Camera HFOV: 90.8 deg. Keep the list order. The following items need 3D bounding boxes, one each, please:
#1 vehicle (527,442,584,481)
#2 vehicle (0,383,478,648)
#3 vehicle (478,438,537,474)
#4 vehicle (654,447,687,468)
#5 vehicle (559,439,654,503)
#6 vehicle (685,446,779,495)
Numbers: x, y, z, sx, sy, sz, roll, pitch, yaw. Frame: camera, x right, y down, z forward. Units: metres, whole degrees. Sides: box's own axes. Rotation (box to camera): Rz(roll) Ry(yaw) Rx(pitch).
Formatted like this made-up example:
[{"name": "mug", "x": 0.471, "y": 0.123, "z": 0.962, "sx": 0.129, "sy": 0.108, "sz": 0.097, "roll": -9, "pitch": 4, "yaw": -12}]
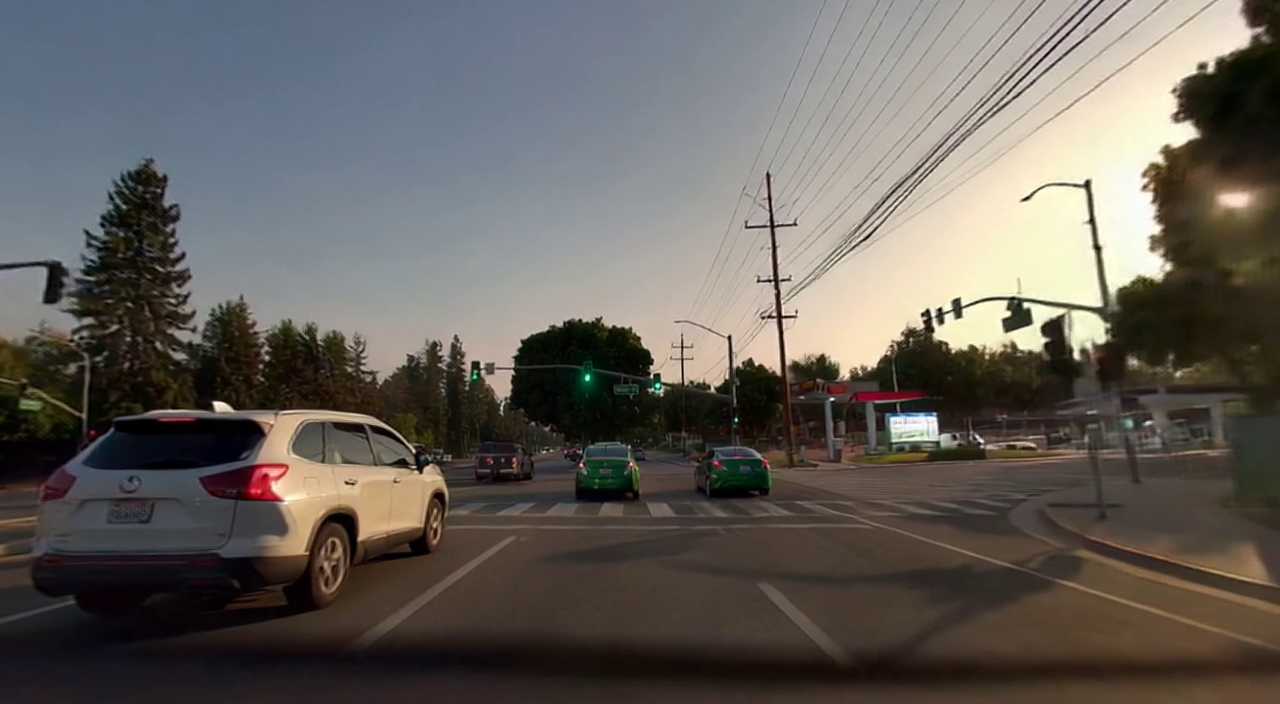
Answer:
[{"name": "vehicle", "x": -3.633, "y": 4.776, "z": 27.833, "sx": 1.953, "sy": 1.530, "sz": 4.335, "roll": 0, "pitch": -9, "yaw": -1}, {"name": "vehicle", "x": -3.159, "y": 1.356, "z": 6.289, "sx": 1.922, "sy": 1.642, "sz": 4.547, "roll": 0, "pitch": -9, "yaw": 0}, {"name": "vehicle", "x": -7.701, "y": 6.115, "z": 37.317, "sx": 2.385, "sy": 1.918, "sz": 5.056, "roll": 0, "pitch": -9, "yaw": 0}, {"name": "vehicle", "x": 2.155, "y": 7.708, "z": 46.262, "sx": 2.069, "sy": 1.464, "sz": 4.599, "roll": 0, "pitch": -9, "yaw": -2}, {"name": "vehicle", "x": -0.837, "y": 3.068, "z": 16.725, "sx": 2.189, "sy": 1.437, "sz": 4.135, "roll": 0, "pitch": -9, "yaw": -2}, {"name": "vehicle", "x": 2.629, "y": 3.515, "z": 19.216, "sx": 2.065, "sy": 1.302, "sz": 4.416, "roll": 0, "pitch": -9, "yaw": -2}]
